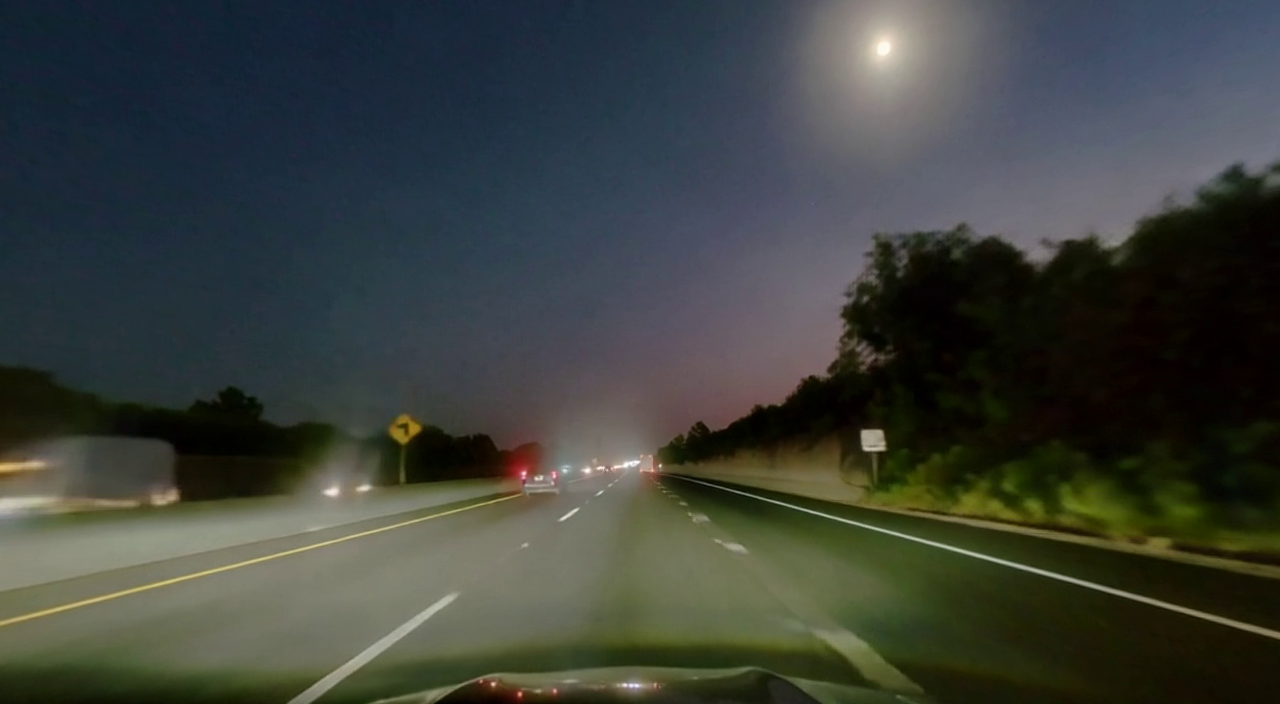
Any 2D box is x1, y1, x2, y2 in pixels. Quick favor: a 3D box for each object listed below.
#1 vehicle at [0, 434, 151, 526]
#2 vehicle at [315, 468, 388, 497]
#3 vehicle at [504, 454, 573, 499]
[{"bbox_3d":[-20.368,4.257,21.281,2.557,2.682,6.194,1,-10,0],"label":"vehicle"},{"bbox_3d":[-16.368,7.401,36.026,1.938,1.479,4.676,1,-10,0],"label":"vehicle"},{"bbox_3d":[-4.319,5.443,27.677,2.178,1.736,4.847,1,-10,0],"label":"vehicle"}]
